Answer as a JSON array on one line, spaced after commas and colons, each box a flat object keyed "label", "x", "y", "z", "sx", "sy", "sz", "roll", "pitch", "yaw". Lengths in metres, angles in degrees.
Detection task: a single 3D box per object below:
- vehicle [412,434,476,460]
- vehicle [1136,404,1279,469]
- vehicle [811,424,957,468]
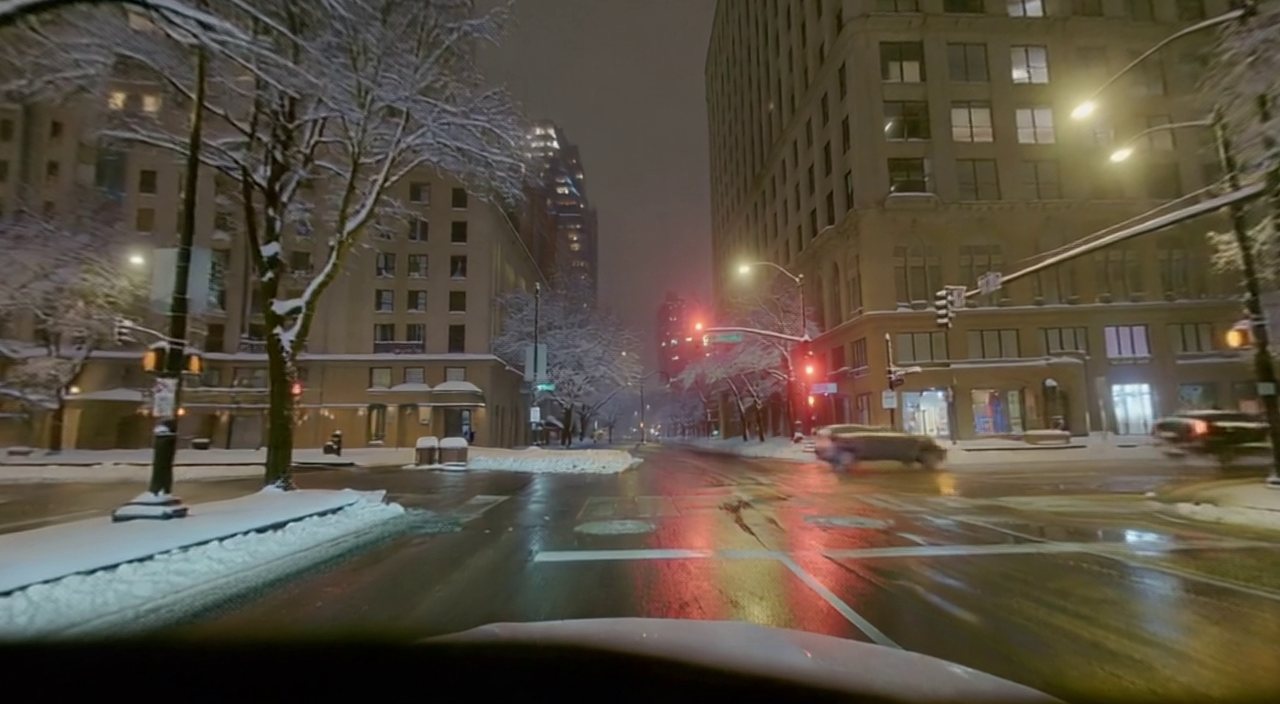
[{"label": "vehicle", "x": -12.190, "y": 5.966, "z": 39.660, "sx": 1.964, "sy": 1.476, "sz": 4.593, "roll": -2, "pitch": -9, "yaw": 8}, {"label": "vehicle", "x": 19.914, "y": 2.779, "z": 20.717, "sx": 5.659, "sy": 1.967, "sz": 2.149, "roll": 1, "pitch": -9, "yaw": -6}, {"label": "vehicle", "x": 8.658, "y": 3.358, "z": 22.628, "sx": 4.482, "sy": 1.492, "sz": 1.805, "roll": 1, "pitch": -9, "yaw": -6}]
